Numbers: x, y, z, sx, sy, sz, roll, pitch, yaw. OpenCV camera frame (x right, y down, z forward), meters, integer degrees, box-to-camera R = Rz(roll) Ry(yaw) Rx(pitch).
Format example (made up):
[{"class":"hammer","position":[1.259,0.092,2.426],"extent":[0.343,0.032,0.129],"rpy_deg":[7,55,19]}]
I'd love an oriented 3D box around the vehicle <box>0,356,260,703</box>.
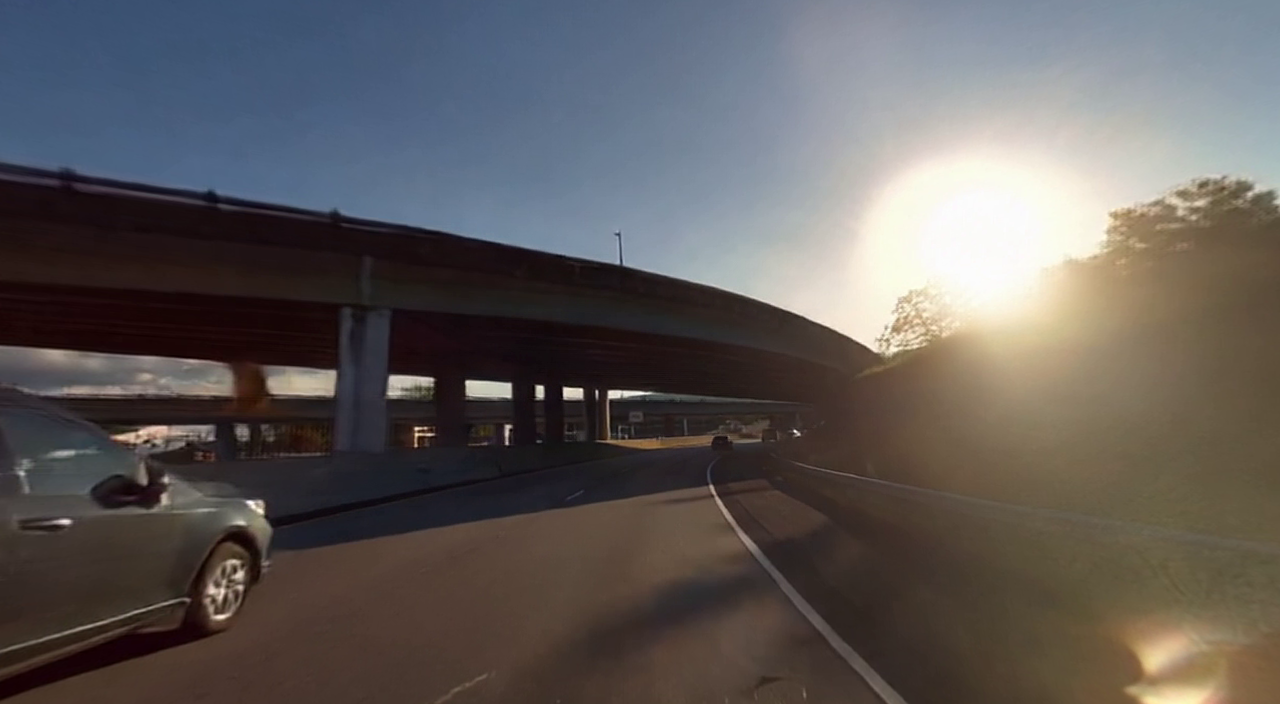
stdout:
[{"class":"vehicle","position":[-3.671,0.723,1.757],"extent":[2.106,1.640,4.853],"rpy_deg":[0,-9,1]}]
